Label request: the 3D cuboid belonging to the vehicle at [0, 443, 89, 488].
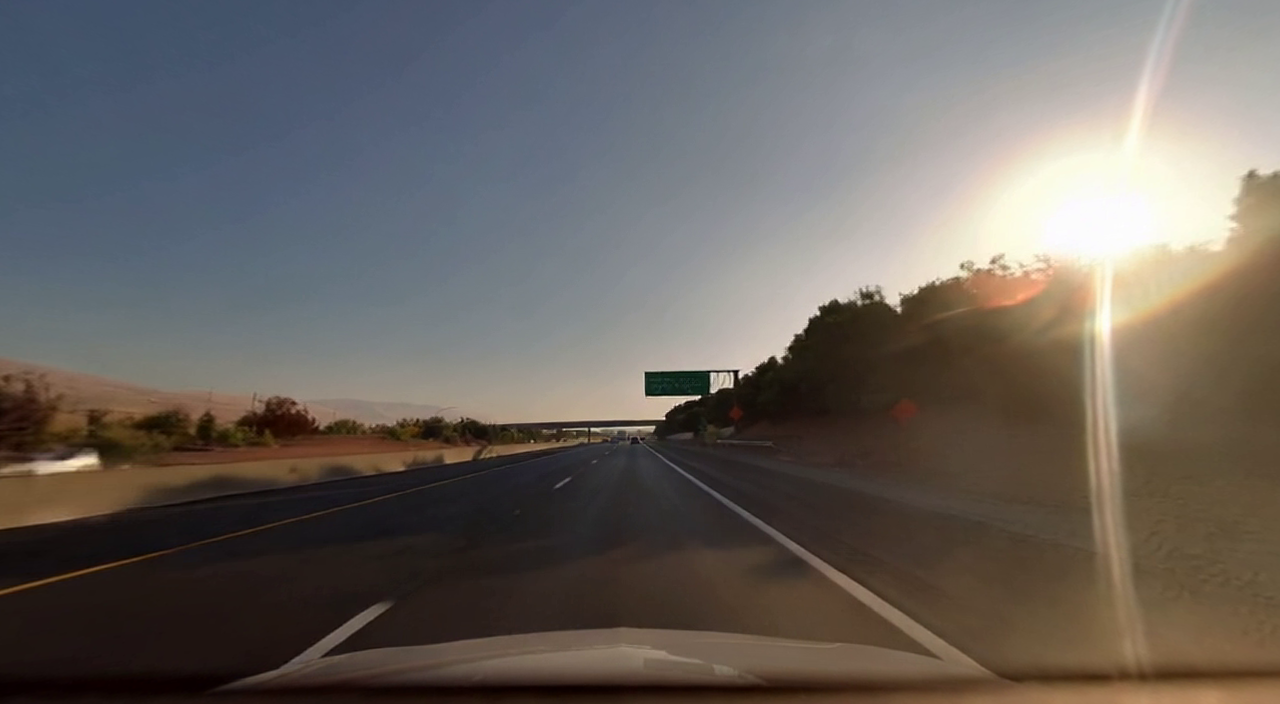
[{"bbox_3d":[-23.211,4.161,23.185,1.858,1.508,4.267,0,-8,0],"label":"vehicle"}]
